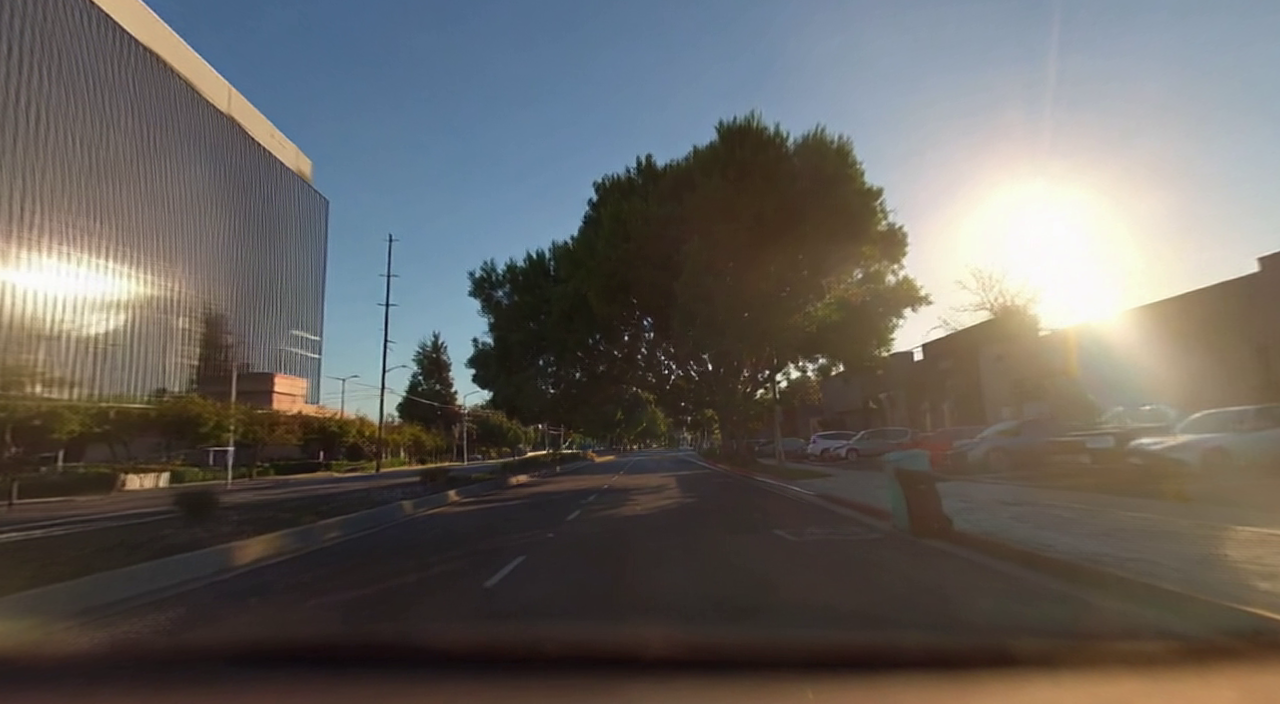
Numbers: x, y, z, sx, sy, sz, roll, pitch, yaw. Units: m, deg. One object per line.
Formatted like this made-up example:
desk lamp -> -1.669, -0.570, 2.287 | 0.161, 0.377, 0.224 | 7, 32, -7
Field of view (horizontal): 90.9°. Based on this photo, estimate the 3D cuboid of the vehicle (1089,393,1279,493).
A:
vehicle -> 12.073, 1.727, 12.634 | 4.478, 1.578, 1.944 | -6, -9, 1

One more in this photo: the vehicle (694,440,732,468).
vehicle -> 5.070, 7.153, 44.445 | 2.078, 1.771, 5.174 | 2, -8, 1

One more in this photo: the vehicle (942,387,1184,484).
vehicle -> 12.061, 2.452, 18.300 | 5.330, 1.917, 2.001 | -8, -9, 0
